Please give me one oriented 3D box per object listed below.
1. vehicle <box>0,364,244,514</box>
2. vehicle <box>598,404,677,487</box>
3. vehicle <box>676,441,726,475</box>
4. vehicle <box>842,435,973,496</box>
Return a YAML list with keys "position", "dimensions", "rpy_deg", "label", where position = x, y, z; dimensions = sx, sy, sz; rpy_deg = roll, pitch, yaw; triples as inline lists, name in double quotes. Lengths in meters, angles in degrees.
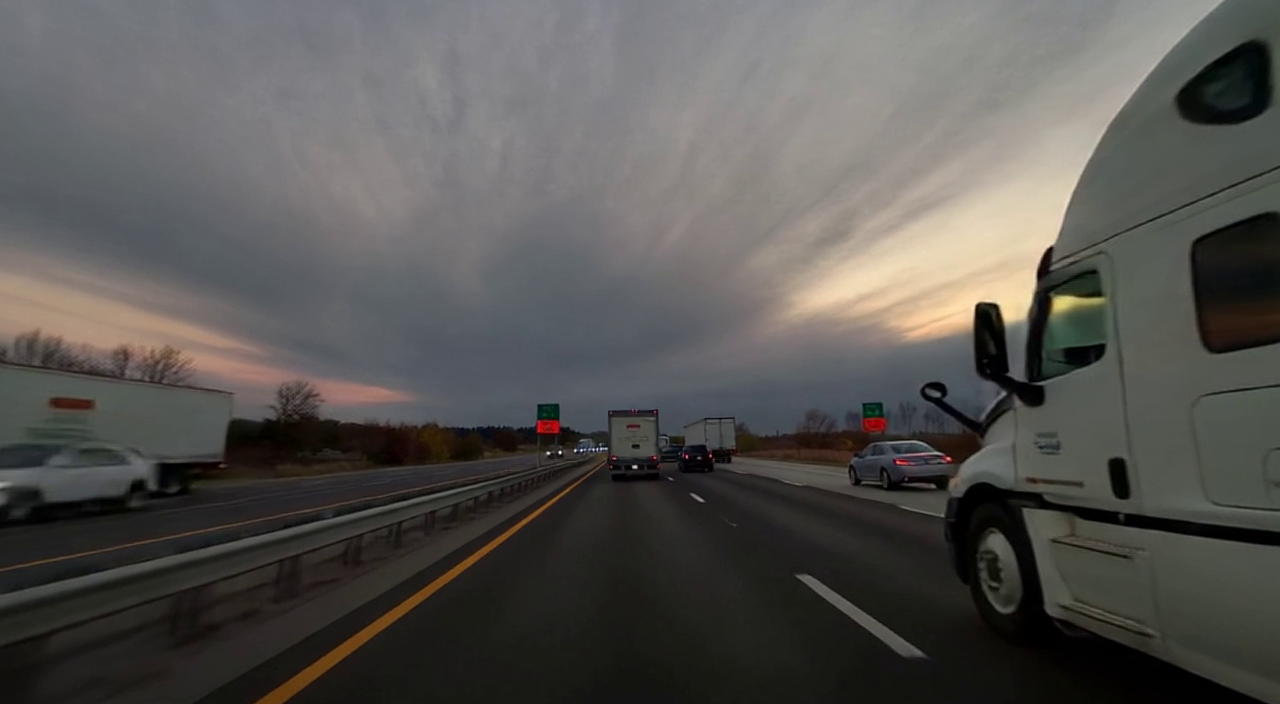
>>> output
- position: [-17.859, 3.007, 21.460]
  dimensions: [2.923, 4.093, 8.576]
  rpy_deg: [0, -9, -1]
  label: "vehicle"
- position: [0.076, 3.583, 24.053]
  dimensions: [2.506, 2.743, 6.093]
  rpy_deg: [-1, -9, 5]
  label: "vehicle"
- position: [3.122, 5.541, 32.997]
  dimensions: [2.127, 1.642, 3.899]
  rpy_deg: [0, -9, -1]
  label: "vehicle"
- position: [7.475, 3.210, 17.987]
  dimensions: [1.988, 1.534, 3.763]
  rpy_deg: [0, -9, -1]
  label: "vehicle"
